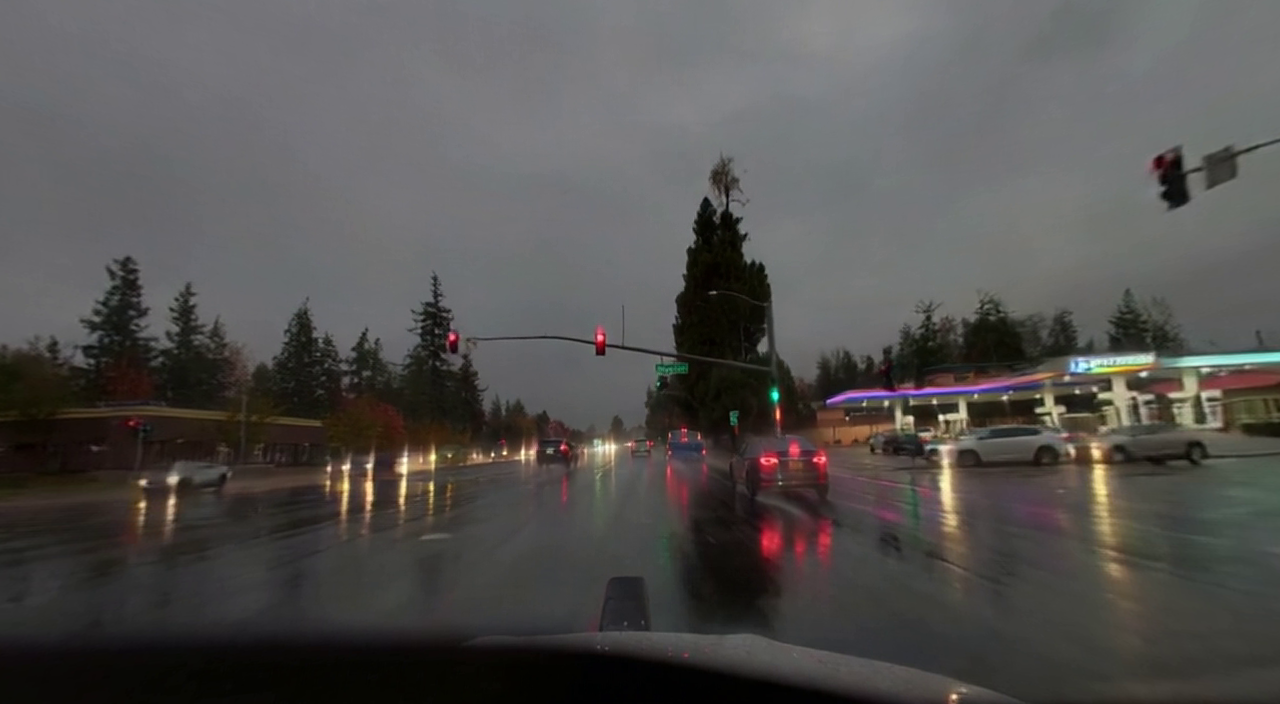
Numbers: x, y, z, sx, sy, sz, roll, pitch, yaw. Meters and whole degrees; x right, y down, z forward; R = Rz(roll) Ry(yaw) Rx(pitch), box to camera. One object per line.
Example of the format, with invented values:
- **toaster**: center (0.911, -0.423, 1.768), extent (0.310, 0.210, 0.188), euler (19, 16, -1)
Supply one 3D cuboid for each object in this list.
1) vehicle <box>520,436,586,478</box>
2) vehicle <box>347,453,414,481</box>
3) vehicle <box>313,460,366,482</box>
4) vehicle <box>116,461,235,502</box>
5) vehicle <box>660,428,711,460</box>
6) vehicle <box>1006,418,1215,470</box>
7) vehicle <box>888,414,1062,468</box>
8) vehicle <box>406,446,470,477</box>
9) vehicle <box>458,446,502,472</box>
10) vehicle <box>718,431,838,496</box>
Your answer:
- **vehicle**: center (-3.810, 4.716, 28.469), extent (2.250, 1.713, 4.422), euler (0, -9, 1)
- **vehicle**: center (-15.212, 6.730, 37.209), extent (1.933, 1.472, 4.500), euler (0, -9, 2)
- **vehicle**: center (-21.990, 8.674, 46.222), extent (1.745, 1.405, 4.229), euler (0, -9, 1)
- **vehicle**: center (-22.146, 6.158, 30.332), extent (2.061, 1.643, 4.614), euler (0, -9, 2)
- **vehicle**: center (3.341, 6.996, 47.784), extent (3.245, 2.199, 6.295), euler (0, -9, -1)
- **vehicle**: center (14.245, 2.806, 19.296), extent (4.776, 1.486, 2.138), euler (1, -9, -4)
- **vehicle**: center (12.397, 3.359, 23.659), extent (5.156, 1.917, 2.308), euler (0, -9, 2)
- **vehicle**: center (-11.504, 6.220, 36.231), extent (2.091, 1.644, 4.645), euler (0, -9, 1)
- **vehicle**: center (-11.172, 7.491, 44.287), extent (1.909, 1.467, 4.522), euler (-2, -6, 0)
- **vehicle**: center (3.485, 2.924, 16.909), extent (2.095, 1.475, 4.686), euler (0, -9, -1)
